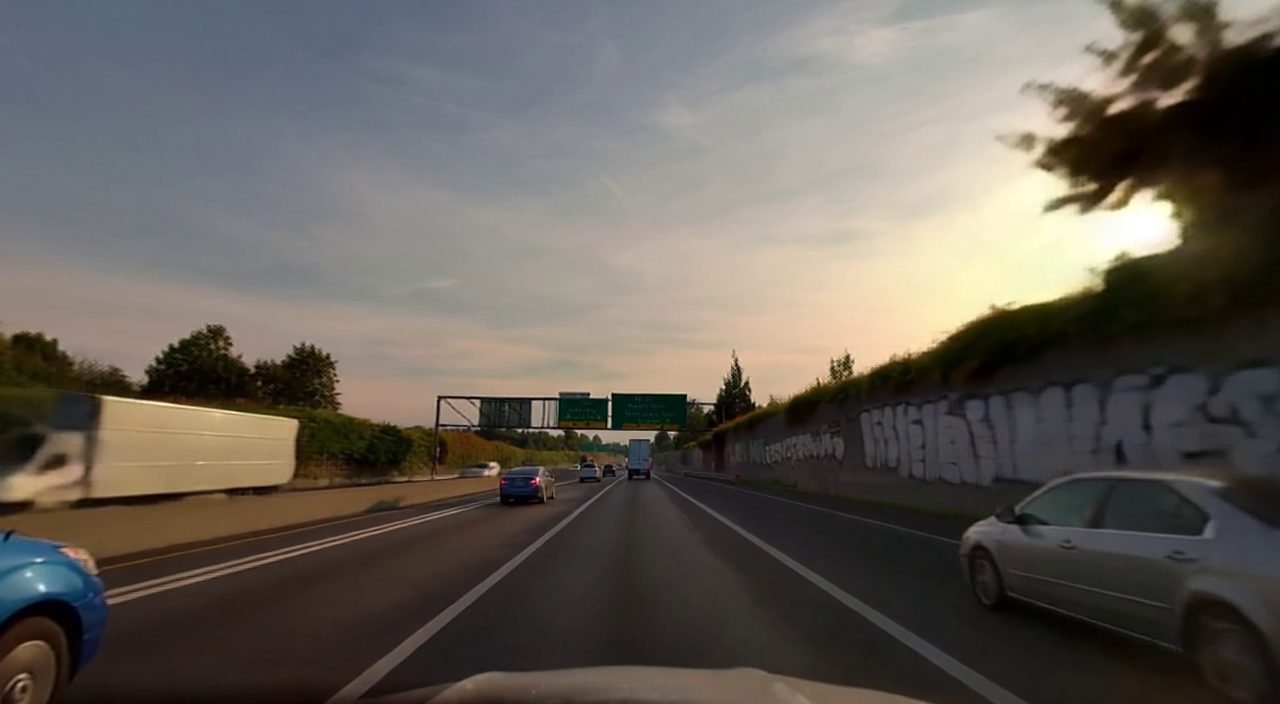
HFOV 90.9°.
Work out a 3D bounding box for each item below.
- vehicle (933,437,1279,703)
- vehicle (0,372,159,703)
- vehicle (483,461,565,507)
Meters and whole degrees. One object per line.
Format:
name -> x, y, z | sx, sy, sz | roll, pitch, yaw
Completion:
vehicle -> 4.113, 1.429, 4.527 | 1.917, 1.458, 4.199 | 1, -10, -1
vehicle -> -3.392, 0.591, 0.776 | 2.004, 1.610, 4.508 | 1, -10, 0
vehicle -> -3.993, 4.634, 22.441 | 2.054, 1.443, 4.131 | 0, -10, 1
